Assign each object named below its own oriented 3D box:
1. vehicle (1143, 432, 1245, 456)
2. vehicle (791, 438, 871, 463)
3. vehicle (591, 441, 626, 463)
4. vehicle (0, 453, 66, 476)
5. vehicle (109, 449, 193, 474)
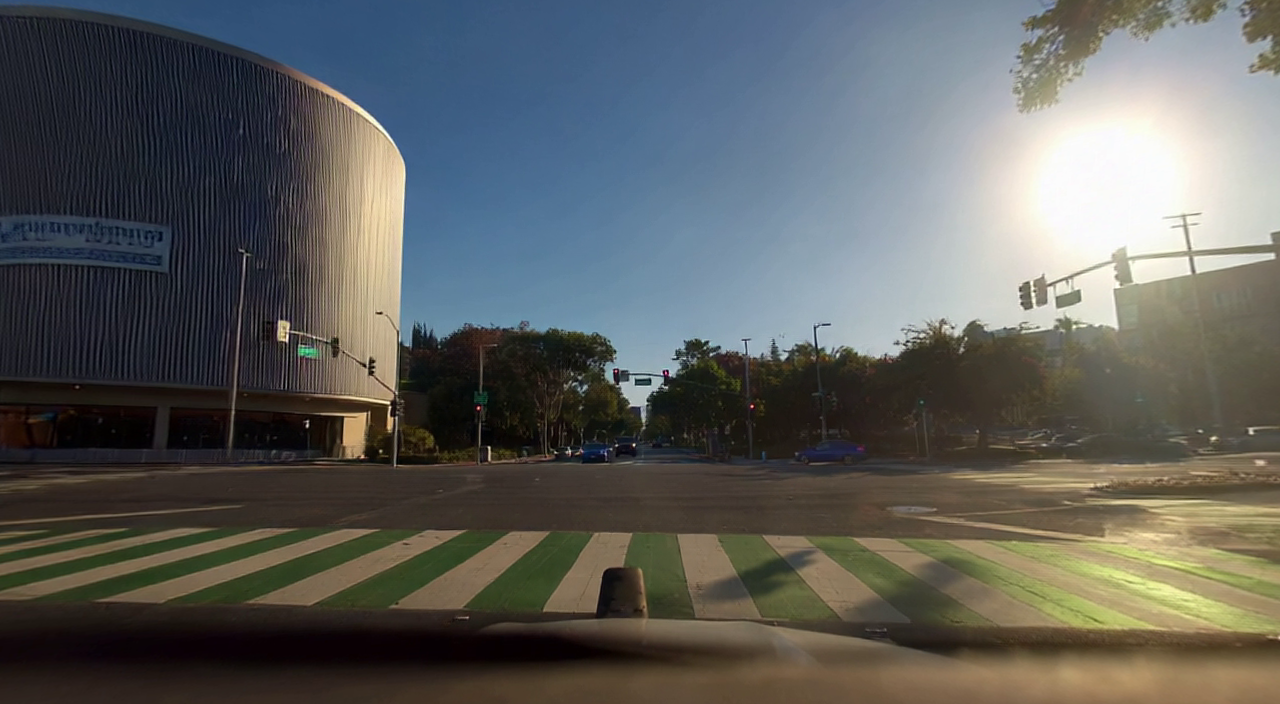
[{"bbox_3d":[36.132,6.015,41.207,4.767,1.456,1.858,-1,-8,3],"label":"vehicle"},{"bbox_3d":[11.882,6.160,39.501,4.529,1.457,1.981,-1,-9,9],"label":"vehicle"},{"bbox_3d":[-2.155,7.100,44.807,2.280,1.454,4.836,0,-8,0],"label":"vehicle"},{"bbox_3d":[-41.657,7.632,42.747,3.698,1.467,1.779,0,-8,1],"label":"vehicle"},{"bbox_3d":[-33.092,7.407,42.742,4.136,1.661,1.857,0,-8,1],"label":"vehicle"}]
